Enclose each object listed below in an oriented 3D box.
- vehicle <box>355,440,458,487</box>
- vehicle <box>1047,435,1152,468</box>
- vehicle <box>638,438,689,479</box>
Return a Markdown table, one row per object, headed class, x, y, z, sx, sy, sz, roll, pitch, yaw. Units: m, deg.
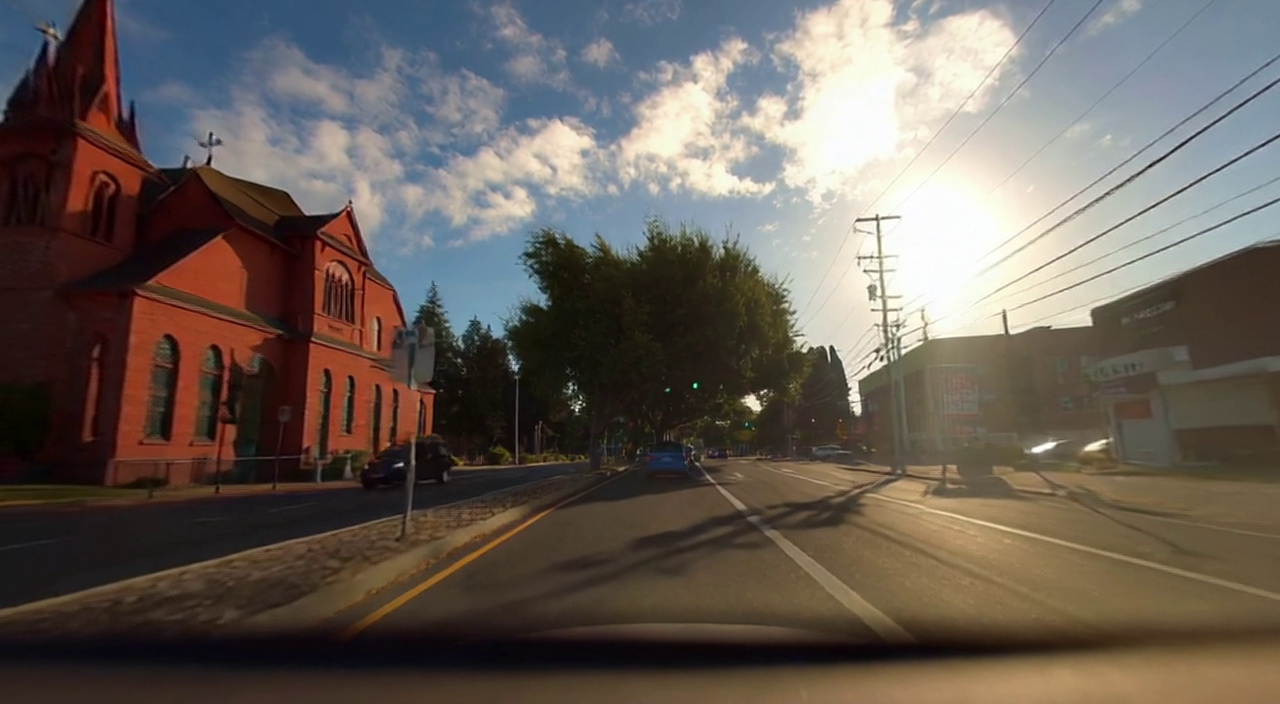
| class | x | y | z | sx | sy | sz | roll | pitch | yaw |
| --- | --- | --- | --- | --- | --- | --- | --- | --- | --- |
| vehicle | -10.086 | 4.836 | 27.798 | 2.159 | 1.850 | 4.944 | -1 | -9 | 7 |
| vehicle | 25.764 | 5.588 | 35.523 | 4.510 | 1.733 | 2.066 | 1 | -9 | -9 |
| vehicle | 1.059 | 4.525 | 27.035 | 2.032 | 1.621 | 4.082 | -1 | -9 | 4 |
